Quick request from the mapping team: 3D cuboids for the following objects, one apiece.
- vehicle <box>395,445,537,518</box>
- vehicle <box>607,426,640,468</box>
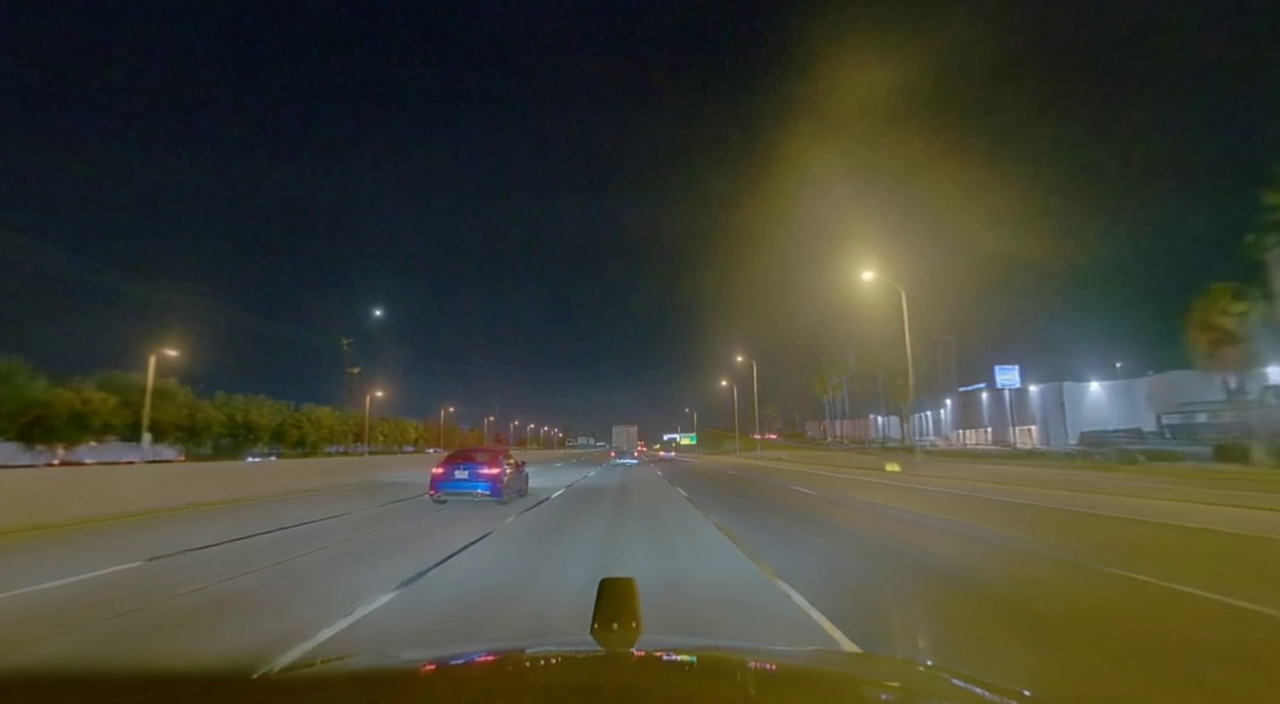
[{"bbox_3d":[-3.850,2.926,14.887,2.097,1.447,4.291,0,-9,0],"label":"vehicle"},{"bbox_3d":[-1.281,7.204,48.115,2.364,2.953,6.495,0,-9,-2],"label":"vehicle"}]
